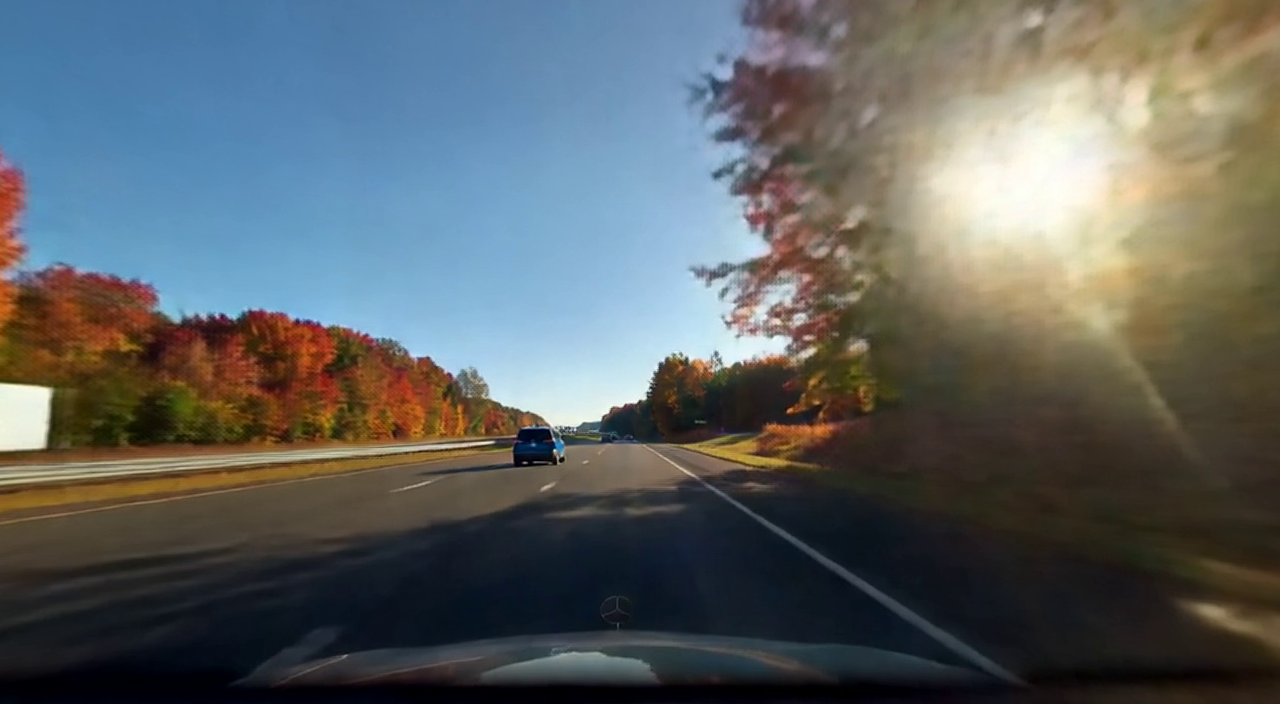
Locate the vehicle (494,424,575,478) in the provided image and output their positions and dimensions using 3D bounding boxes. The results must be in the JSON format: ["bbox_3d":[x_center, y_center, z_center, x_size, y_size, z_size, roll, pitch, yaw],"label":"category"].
[{"bbox_3d":[-3.506,3.379,21.786,2.057,1.666,4.552,0,-8,-1],"label":"vehicle"}]
